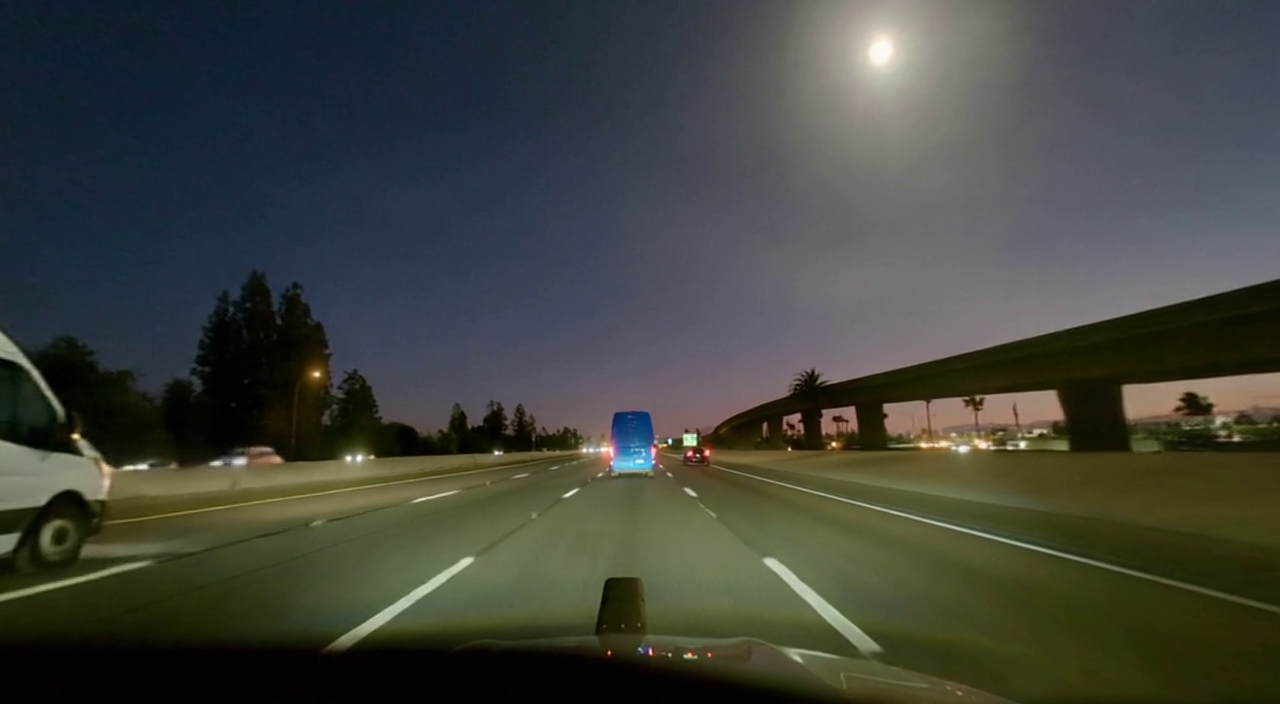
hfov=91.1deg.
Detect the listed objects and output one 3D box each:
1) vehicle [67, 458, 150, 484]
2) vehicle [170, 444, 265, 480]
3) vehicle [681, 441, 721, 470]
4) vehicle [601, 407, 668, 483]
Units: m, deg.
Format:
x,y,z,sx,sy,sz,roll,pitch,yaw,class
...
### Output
x,y,z,sx,sy,sz,roll,pitch,yaw,class
-39.581,8.857,46.916,1.940,1.700,4.823,0,-8,-1,vehicle
-28.659,7.428,42.877,2.265,2.281,5.988,0,-9,0,vehicle
3.721,6.394,39.010,1.987,1.648,3.984,0,-9,-1,vehicle
-0.086,3.858,26.016,2.476,2.776,5.598,0,-9,2,vehicle
